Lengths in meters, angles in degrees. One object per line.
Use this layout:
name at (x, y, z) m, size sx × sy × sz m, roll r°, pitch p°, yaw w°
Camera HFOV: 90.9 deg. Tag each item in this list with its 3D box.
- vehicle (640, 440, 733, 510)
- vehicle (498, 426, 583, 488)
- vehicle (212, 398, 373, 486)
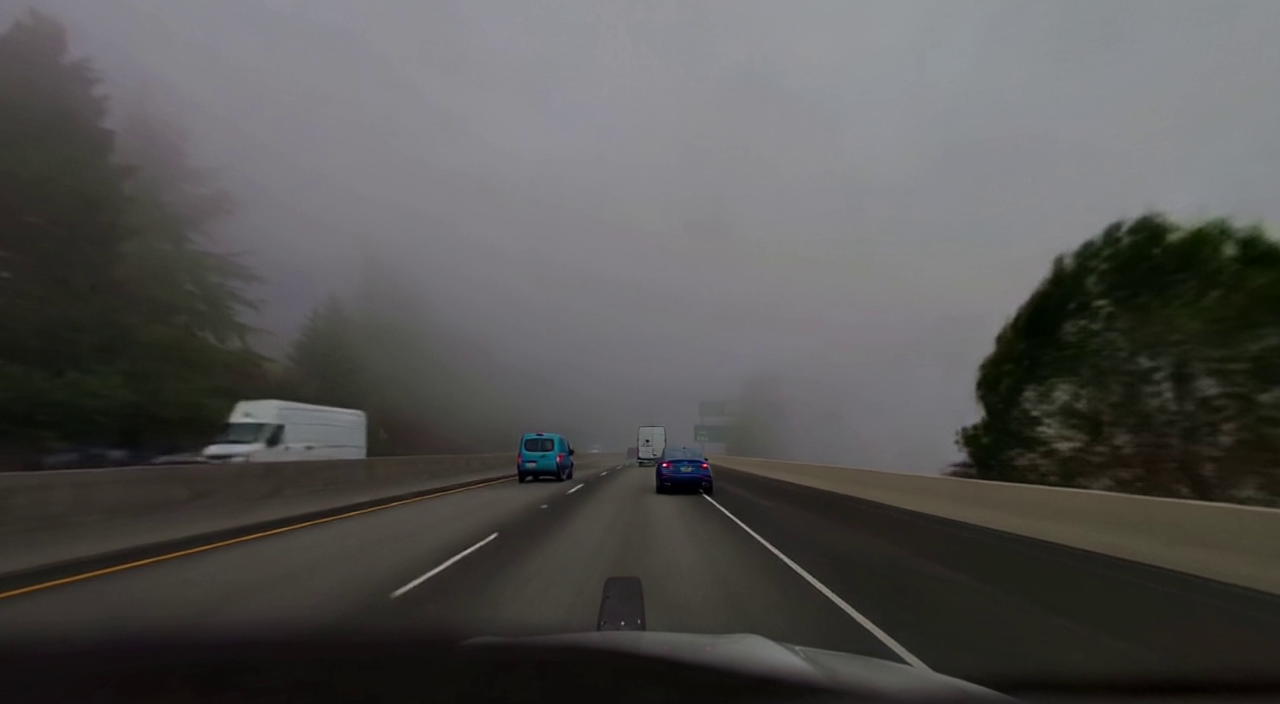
vehicle at (1.008, 2.952, 15.525) m, size 2.012 × 1.485 × 3.649 m, roll 0°, pitch -9°, yaw 0°
vehicle at (-3.523, 3.874, 23.370) m, size 2.217 × 2.033 × 4.975 m, roll 0°, pitch -9°, yaw 1°
vehicle at (-16.864, 4.552, 31.601) m, size 2.955 × 3.771 × 8.596 m, roll 0°, pitch -9°, yaw 1°
